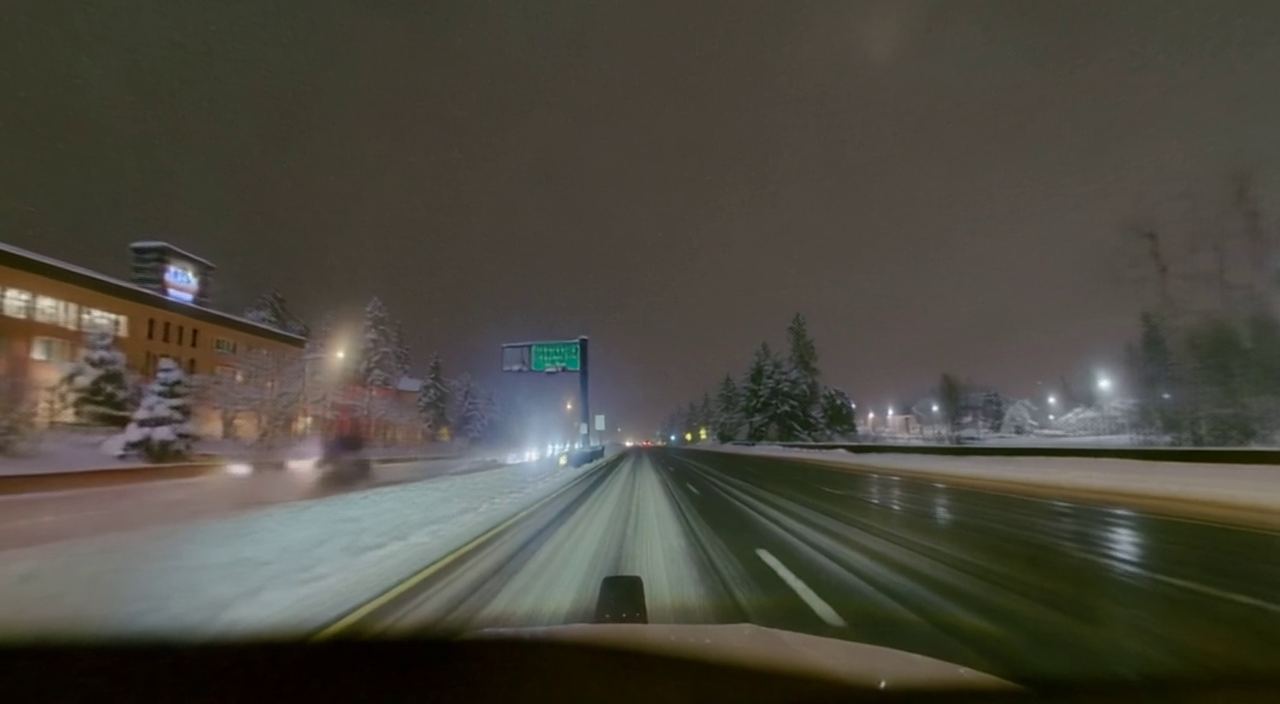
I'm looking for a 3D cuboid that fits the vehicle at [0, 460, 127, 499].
[{"bbox_3d":[-26.182,5.678,28.522,1.959,1.476,4.795,0,-8,-1],"label":"vehicle"}]

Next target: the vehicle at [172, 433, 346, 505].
[{"bbox_3d":[-11.458,3.536,19.548,2.171,1.915,5.048,0,-8,0],"label":"vehicle"}]
